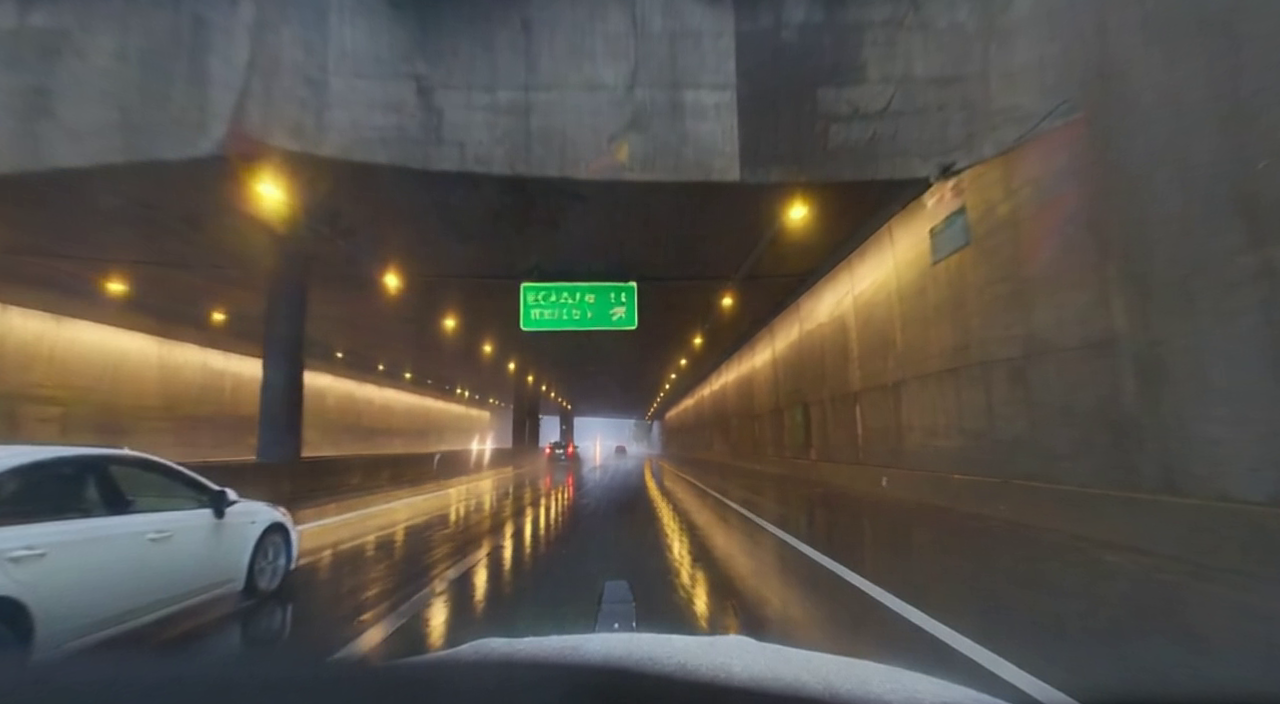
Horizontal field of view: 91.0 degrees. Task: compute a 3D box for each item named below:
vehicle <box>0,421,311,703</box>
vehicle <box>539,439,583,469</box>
[{"bbox_3d":[-3.955,1.144,3.570,1.885,1.424,4.230,-1,-8,0],"label":"vehicle"},{"bbox_3d":[-4.272,5.585,34.753,1.973,1.474,4.199,-1,-8,-1],"label":"vehicle"}]
